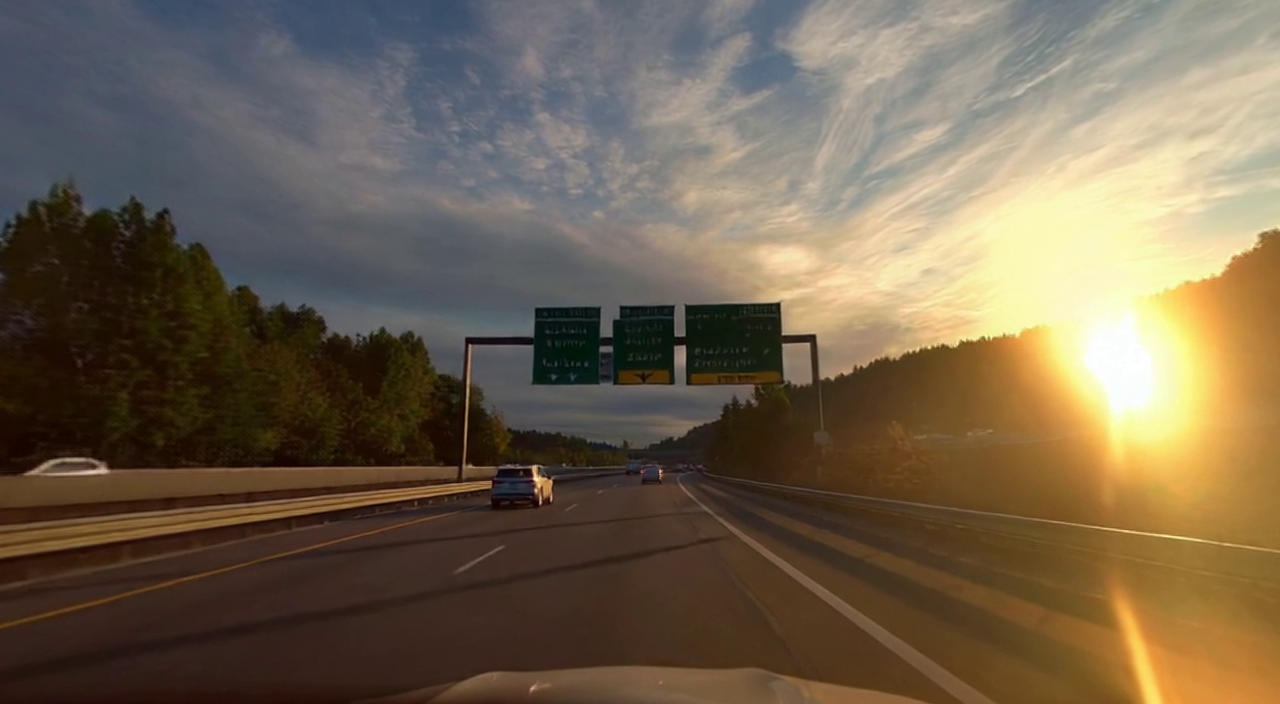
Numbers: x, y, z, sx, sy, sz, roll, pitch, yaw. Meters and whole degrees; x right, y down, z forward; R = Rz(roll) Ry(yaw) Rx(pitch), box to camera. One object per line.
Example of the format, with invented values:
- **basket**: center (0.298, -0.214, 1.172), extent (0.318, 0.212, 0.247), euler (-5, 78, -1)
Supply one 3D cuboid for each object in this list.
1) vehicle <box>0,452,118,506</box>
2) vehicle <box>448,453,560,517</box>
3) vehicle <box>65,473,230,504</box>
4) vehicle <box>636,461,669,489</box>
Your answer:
- **vehicle**: center (-22.125, 4.525, 22.670), extent (1.950, 1.762, 5.268), euler (1, -10, 2)
- **vehicle**: center (-3.721, 3.778, 18.201), extent (2.063, 1.556, 4.740), euler (1, -10, 1)
- **vehicle**: center (-22.081, 6.159, 28.784), extent (2.307, 1.181, 6.414), euler (1, -10, 2)
- **vehicle**: center (0.863, 7.861, 40.326), extent (2.000, 1.594, 3.996), euler (1, -10, 3)
